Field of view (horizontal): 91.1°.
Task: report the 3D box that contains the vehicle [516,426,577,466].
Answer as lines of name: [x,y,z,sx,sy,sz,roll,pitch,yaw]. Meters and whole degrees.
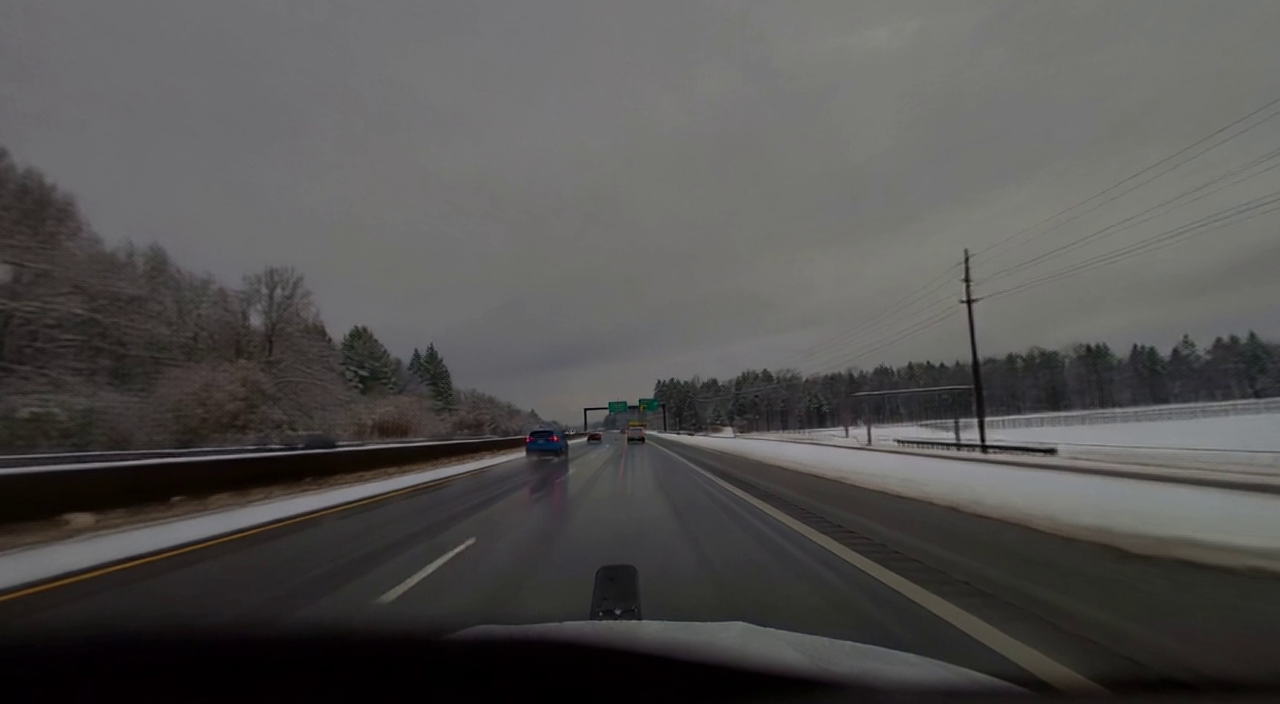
vehicle: [-3.966,4.054,27.404,2.023,1.580,4.259,0,-8,-1]

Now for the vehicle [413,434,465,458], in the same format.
vehicle: [-12.996,6.098,40.972,1.912,1.455,4.706,0,-8,0]

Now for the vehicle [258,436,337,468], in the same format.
vehicle: [-17.280,5.040,31.947,1.843,1.534,3.925,0,-8,-1]
